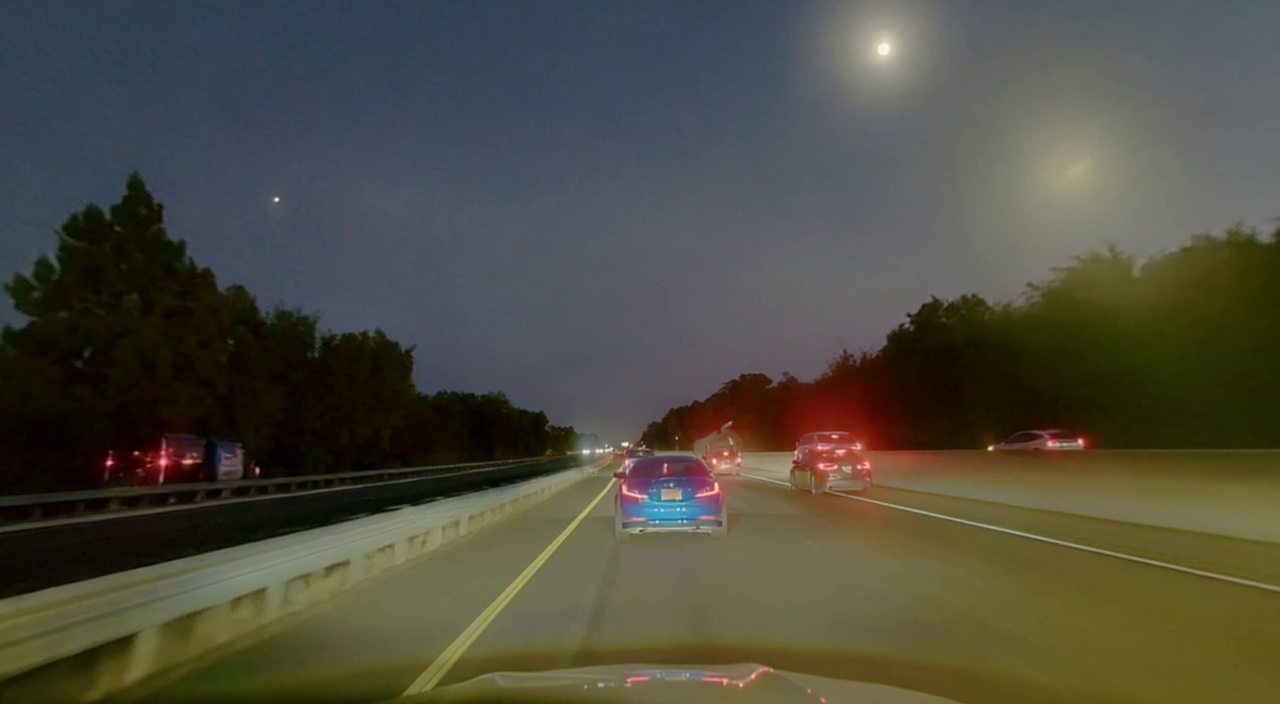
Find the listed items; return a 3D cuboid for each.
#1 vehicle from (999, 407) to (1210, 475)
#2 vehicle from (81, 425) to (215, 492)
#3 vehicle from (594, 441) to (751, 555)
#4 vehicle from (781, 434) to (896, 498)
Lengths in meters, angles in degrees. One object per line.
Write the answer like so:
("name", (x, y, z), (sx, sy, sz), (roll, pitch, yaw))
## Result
("vehicle", (31.501, 6.381, 44.329), (2.822, 3.996, 14.073), (1, -9, -7))
("vehicle", (-33.552, 7.251, 43.489), (2.902, 3.981, 7.819), (-3, -8, 0))
("vehicle", (0.412, 2.237, 10.289), (2.076, 1.485, 3.774), (0, -9, 0))
("vehicle", (6.273, 3.677, 20.625), (2.177, 1.827, 4.565), (0, -9, -1))
